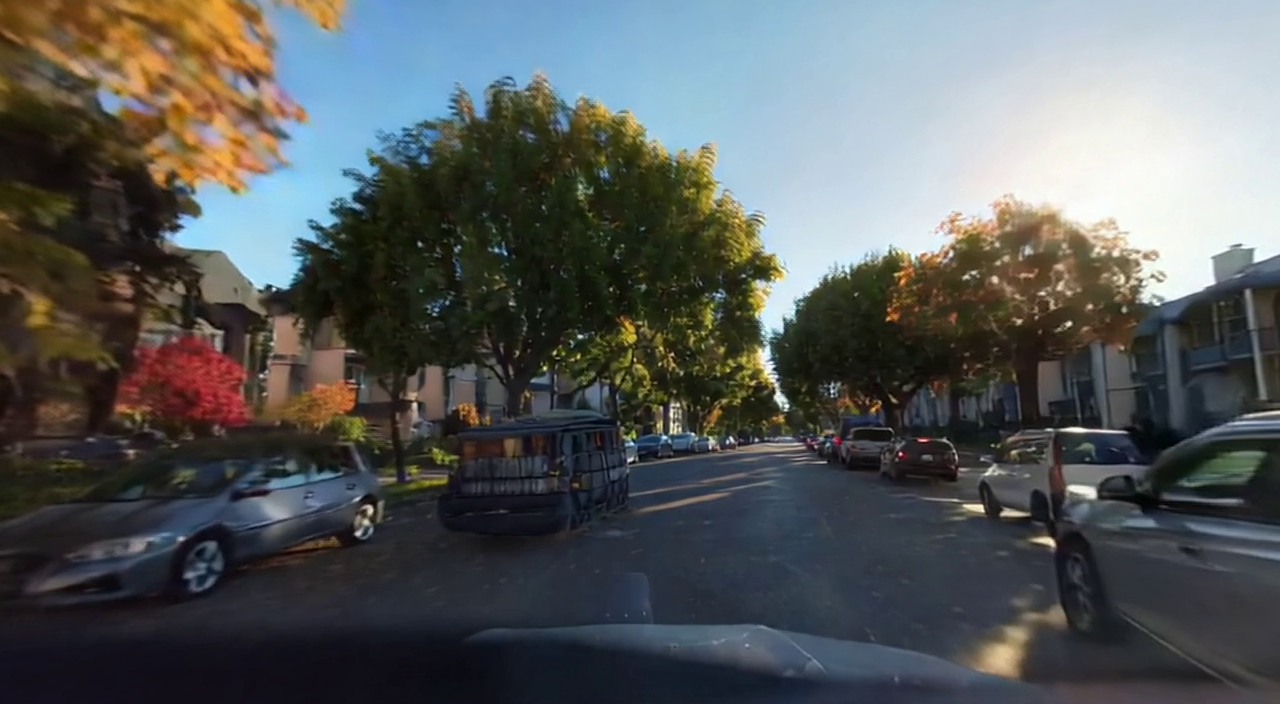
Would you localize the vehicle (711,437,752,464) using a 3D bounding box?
[{"bbox_3d":[5.422,5.794,37.059,1.971,1.476,4.593,-2,-9,13],"label":"vehicle"}]

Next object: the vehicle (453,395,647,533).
[{"bbox_3d":[-1.383,2.068,12.166,2.197,2.047,4.985,-2,-8,10],"label":"vehicle"}]

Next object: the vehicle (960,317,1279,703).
[{"bbox_3d":[3.202,0.801,2.388,2.055,1.717,5.172,-2,-8,10],"label":"vehicle"}]

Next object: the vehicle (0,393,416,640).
[{"bbox_3d":[-4.613,1.543,7.040,2.002,1.774,4.568,-2,-8,8],"label":"vehicle"}]
